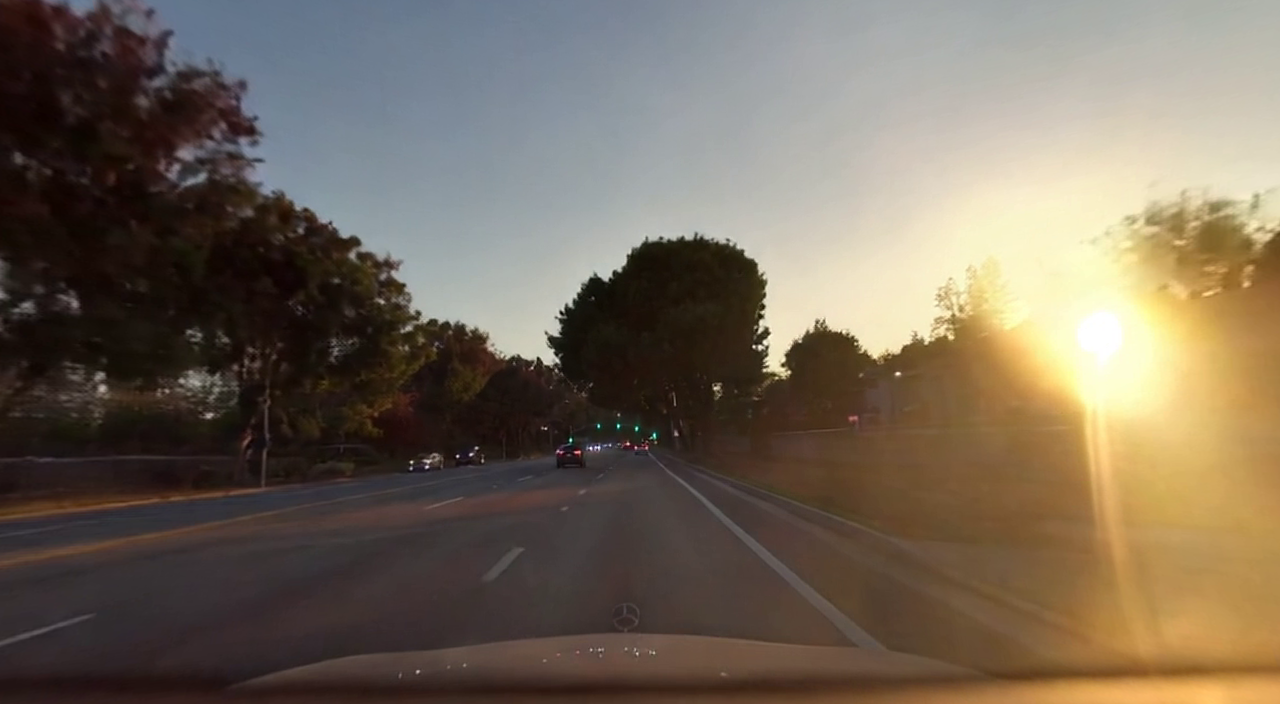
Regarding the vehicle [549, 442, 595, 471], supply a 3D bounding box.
[{"bbox_3d":[-3.576,5.568,33.903,1.992,1.447,4.044,0,-8,0],"label":"vehicle"}]
